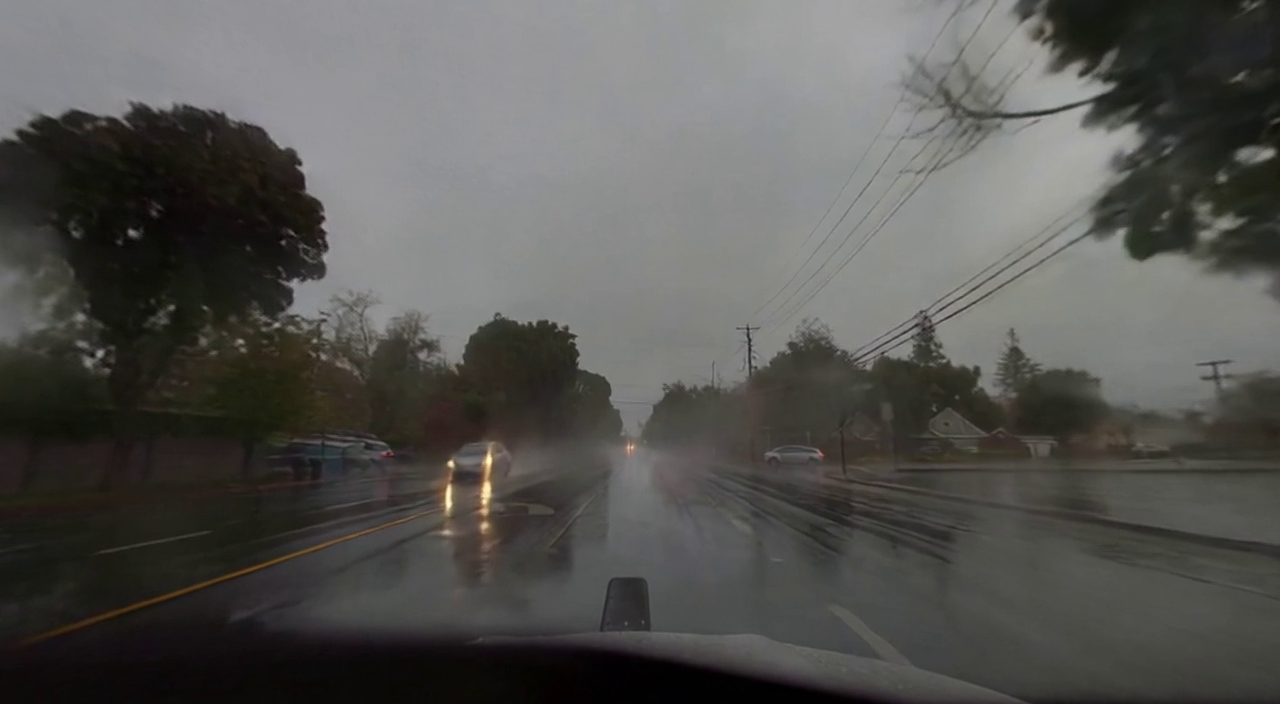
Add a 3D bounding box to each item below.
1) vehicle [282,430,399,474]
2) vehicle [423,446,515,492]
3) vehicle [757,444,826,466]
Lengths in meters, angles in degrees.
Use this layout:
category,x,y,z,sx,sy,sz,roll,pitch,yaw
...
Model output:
category,x,y,z,sx,sy,sz,roll,pitch,yaw
vehicle,-20.611,6.890,43.601,6.794,2.863,2.387,0,-8,0
vehicle,-6.389,4.403,24.169,2.163,1.588,4.509,0,-8,1
vehicle,11.349,7.717,47.465,4.565,1.600,2.023,0,-8,-5
